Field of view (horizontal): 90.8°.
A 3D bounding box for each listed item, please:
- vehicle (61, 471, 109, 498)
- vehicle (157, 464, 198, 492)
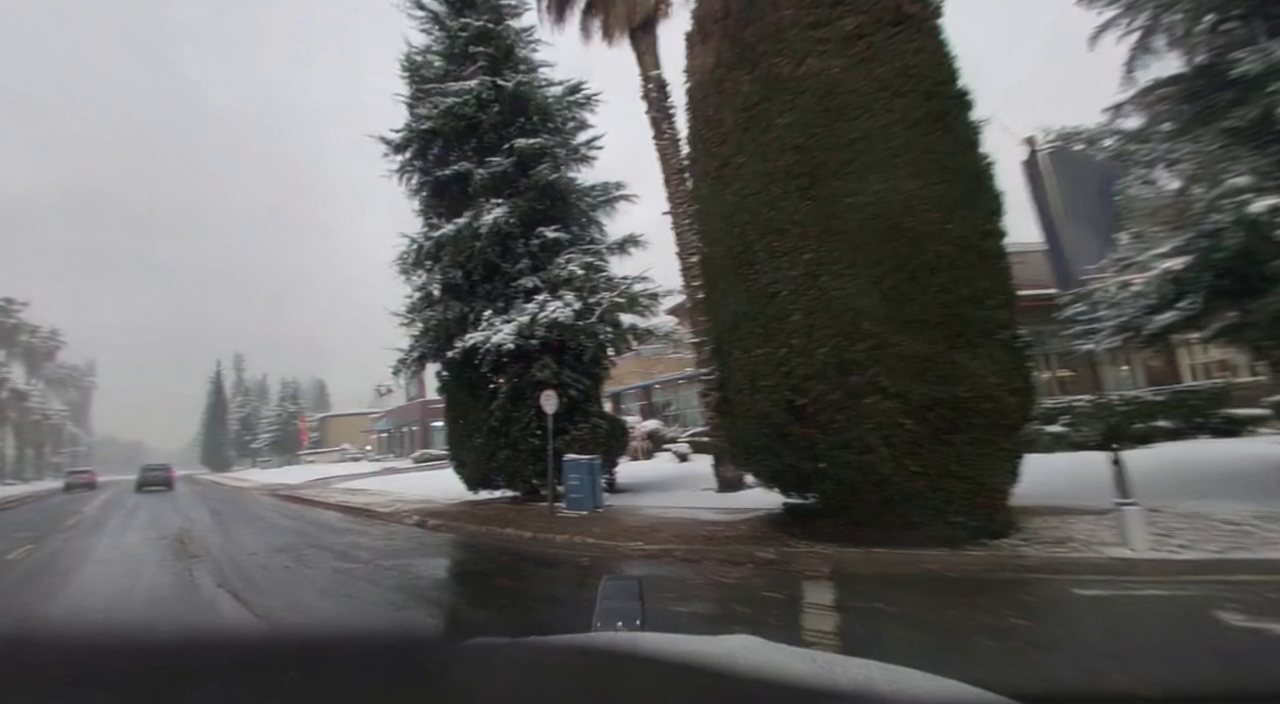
[{"bbox_3d":[-37.165,8.843,42.395,1.976,1.524,4.385,6,-10,-37],"label":"vehicle"},{"bbox_3d":[-32.640,8.812,44.558,2.018,1.719,4.369,6,-11,-38],"label":"vehicle"}]
